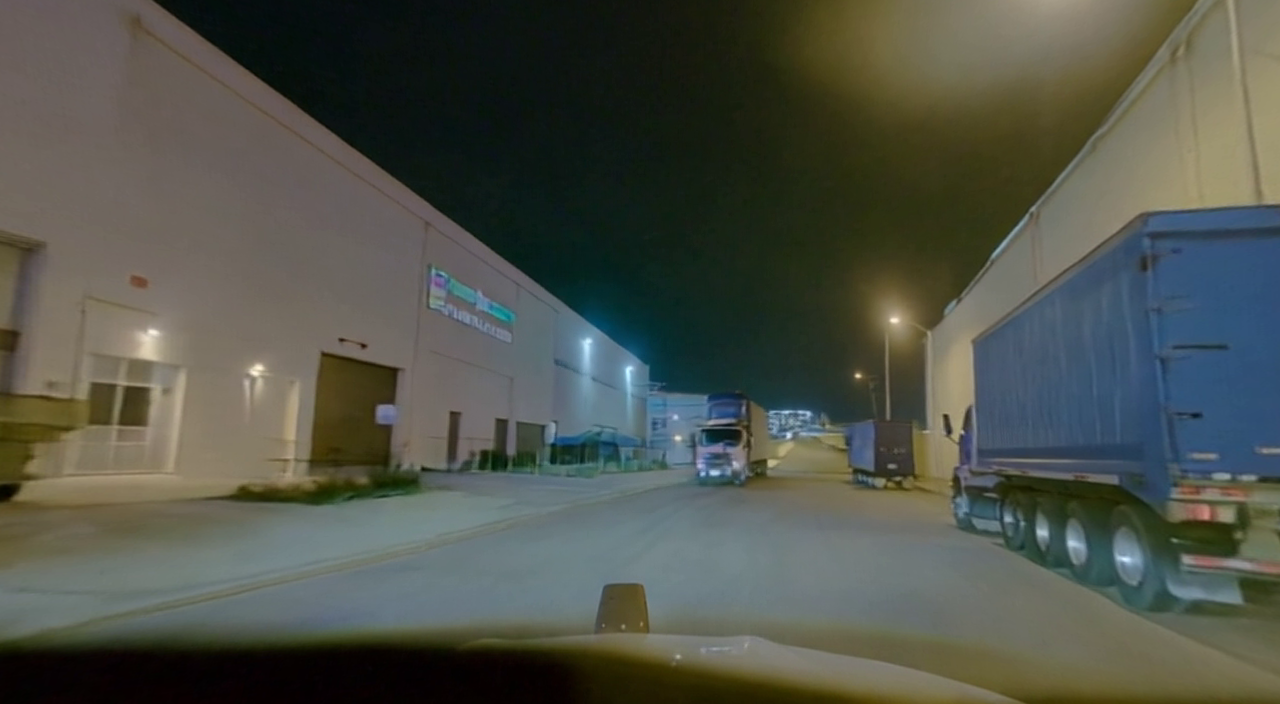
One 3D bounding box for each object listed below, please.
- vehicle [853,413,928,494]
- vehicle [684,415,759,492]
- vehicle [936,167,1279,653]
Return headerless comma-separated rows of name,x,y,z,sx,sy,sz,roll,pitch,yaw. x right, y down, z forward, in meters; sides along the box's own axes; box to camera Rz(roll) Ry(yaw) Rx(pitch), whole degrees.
vehicle,16.658,6.781,42.797,3.132,4.690,11.286,-2,-8,14
vehicle,5.239,6.192,39.070,3.111,4.217,7.722,-3,-9,18
vehicle,8.264,1.221,11.388,2.966,4.658,11.455,-2,-8,14
